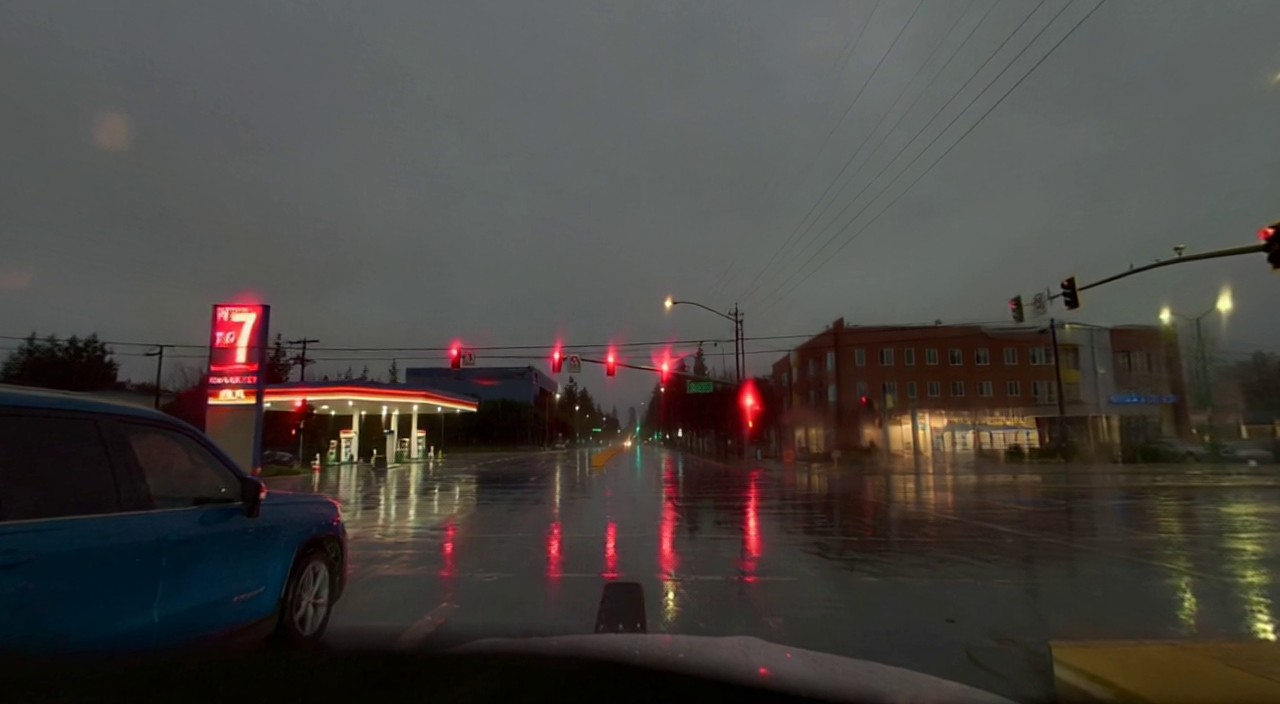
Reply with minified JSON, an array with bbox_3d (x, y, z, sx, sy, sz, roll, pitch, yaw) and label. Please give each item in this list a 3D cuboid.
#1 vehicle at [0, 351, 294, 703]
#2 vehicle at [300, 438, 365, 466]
[{"bbox_3d":[-3.421,0.803,2.046,2.053,1.690,4.364,0,-9,1],"label":"vehicle"},{"bbox_3d":[-20.459,6.679,42.144,2.004,1.699,4.486,0,-9,1],"label":"vehicle"}]
